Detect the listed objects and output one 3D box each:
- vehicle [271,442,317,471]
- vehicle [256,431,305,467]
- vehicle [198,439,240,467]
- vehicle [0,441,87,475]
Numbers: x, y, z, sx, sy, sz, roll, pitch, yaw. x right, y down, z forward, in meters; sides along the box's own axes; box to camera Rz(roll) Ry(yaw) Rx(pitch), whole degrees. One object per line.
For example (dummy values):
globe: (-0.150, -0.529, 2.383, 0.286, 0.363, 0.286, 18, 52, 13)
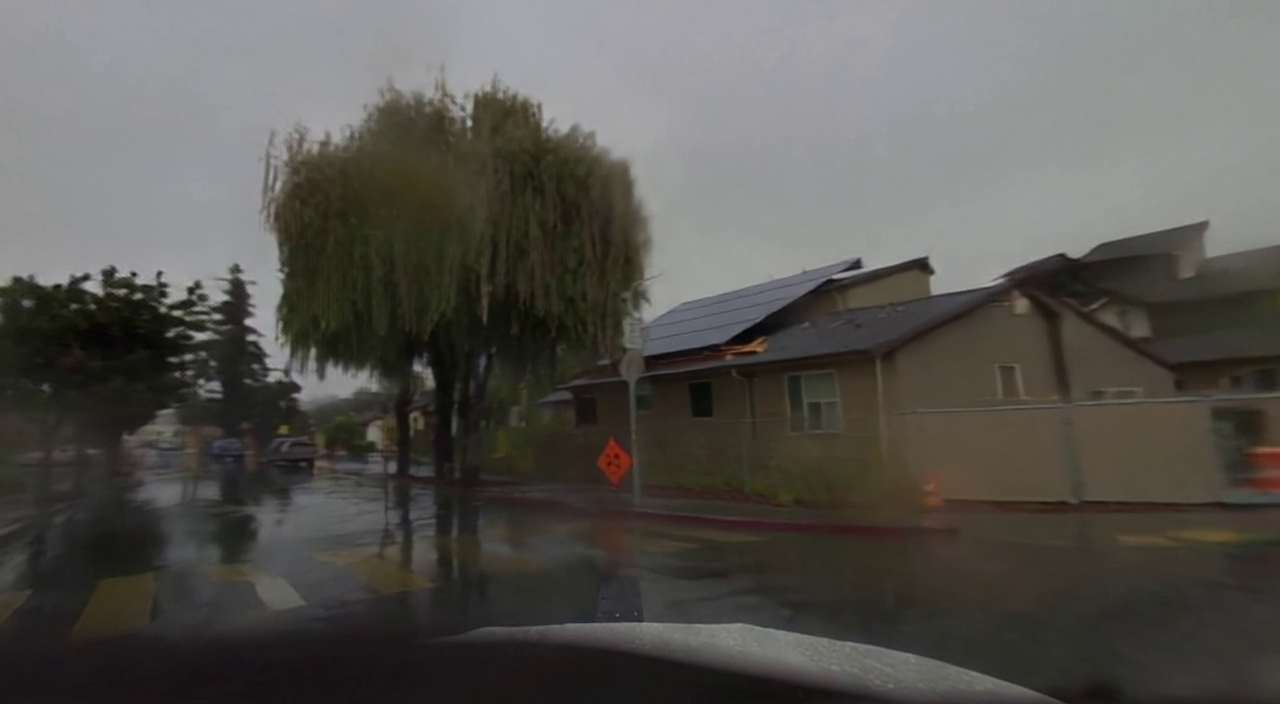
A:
vehicle: (-20.038, 5.997, 36.381, 1.998, 1.494, 3.927, 5, -9, -32)
vehicle: (-25.607, 6.823, 44.762, 2.492, 2.319, 5.914, 5, -9, -33)
vehicle: (-28.241, 6.756, 42.311, 2.050, 1.742, 4.197, 5, -9, -31)
vehicle: (-37.225, 6.565, 38.837, 4.205, 1.745, 2.121, 1, -10, -29)
